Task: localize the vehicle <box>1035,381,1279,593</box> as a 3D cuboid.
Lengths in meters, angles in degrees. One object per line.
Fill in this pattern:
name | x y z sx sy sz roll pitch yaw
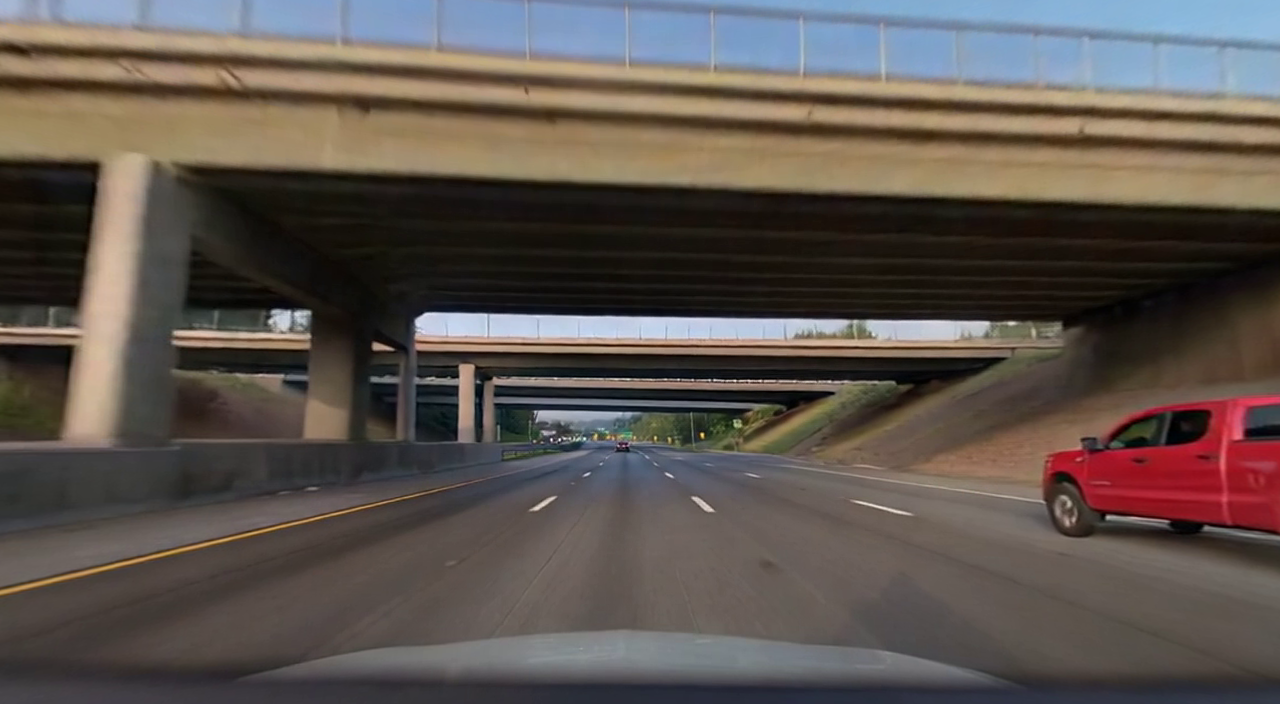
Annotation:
vehicle | 6.760 1.196 5.653 2.395 1.819 6.086 0 -9 -1
